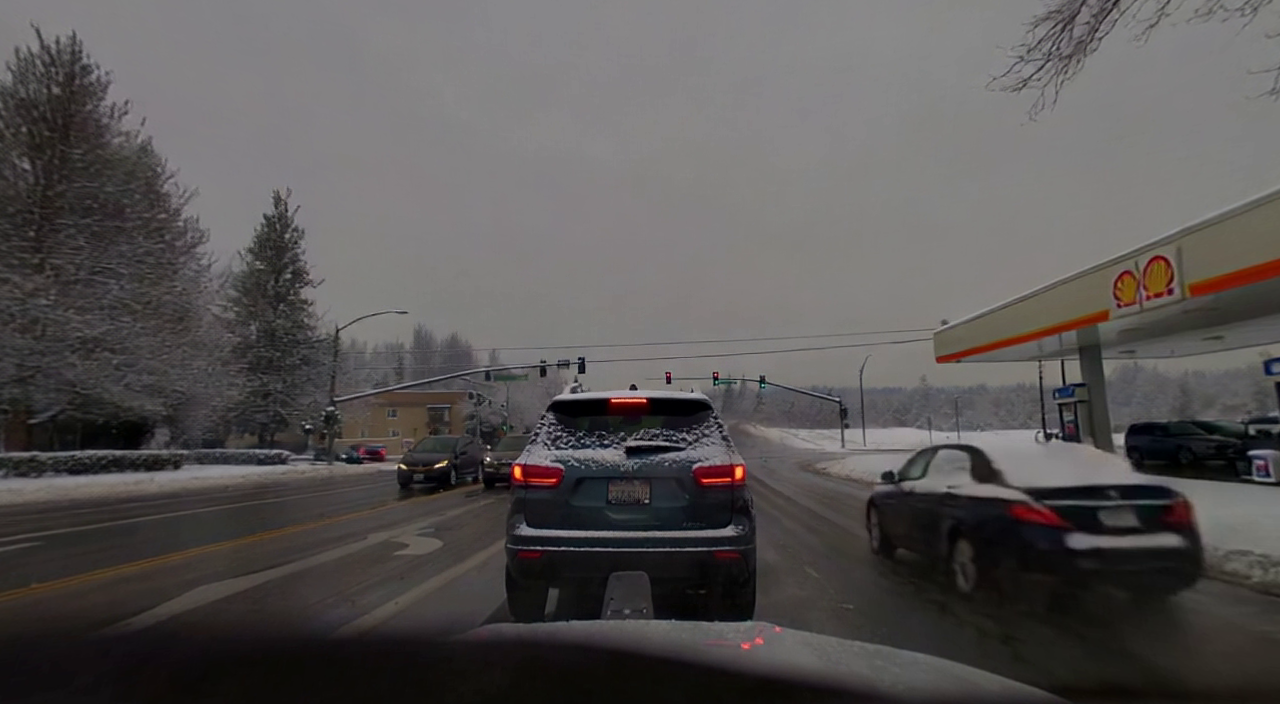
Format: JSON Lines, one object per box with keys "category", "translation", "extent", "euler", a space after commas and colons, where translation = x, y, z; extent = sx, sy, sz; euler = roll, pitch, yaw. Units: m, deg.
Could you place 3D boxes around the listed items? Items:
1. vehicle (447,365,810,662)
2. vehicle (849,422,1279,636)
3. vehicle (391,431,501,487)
{"category": "vehicle", "translation": [0.012, 1.315, 6.135], "extent": [2.236, 1.819, 4.291], "euler": [-1, -9, 3]}
{"category": "vehicle", "translation": [3.928, 1.597, 6.770], "extent": [2.041, 1.490, 4.471], "euler": [-1, -9, 3]}
{"category": "vehicle", "translation": [-6.636, 3.718, 22.174], "extent": [2.065, 1.753, 4.525], "euler": [-1, -9, 6]}
